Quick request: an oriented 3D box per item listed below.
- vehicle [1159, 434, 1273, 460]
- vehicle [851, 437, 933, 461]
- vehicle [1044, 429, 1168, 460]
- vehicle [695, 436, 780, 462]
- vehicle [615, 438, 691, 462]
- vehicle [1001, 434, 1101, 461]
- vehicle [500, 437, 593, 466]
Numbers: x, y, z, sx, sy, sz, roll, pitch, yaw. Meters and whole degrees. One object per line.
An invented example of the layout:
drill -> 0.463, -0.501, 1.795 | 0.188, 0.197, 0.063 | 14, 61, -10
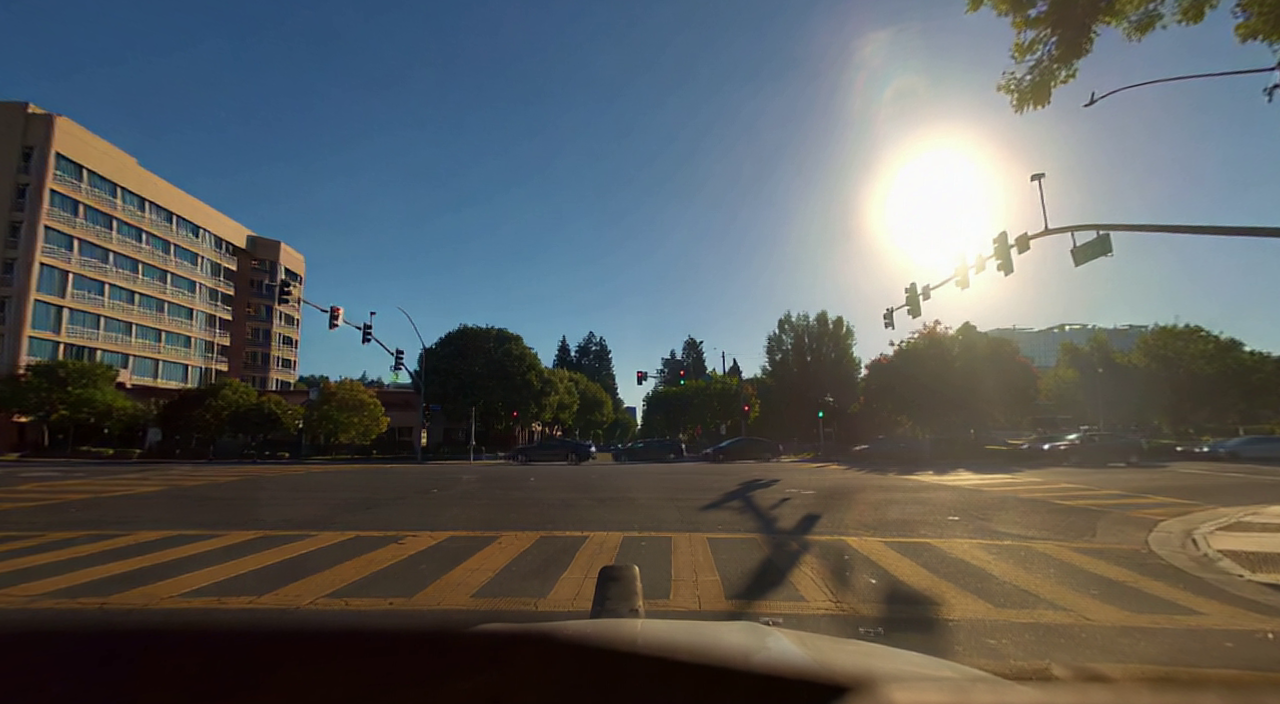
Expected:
vehicle -> 33.393, 5.518, 36.727 | 4.724, 1.452, 1.870 | 0, -9, 0
vehicle -> 15.935, 6.155, 40.105 | 4.443, 1.472, 1.794 | 0, -9, 1
vehicle -> 29.373, 5.848, 39.942 | 6.133, 1.833, 2.155 | 0, -9, -2
vehicle -> 5.652, 5.675, 36.875 | 4.631, 1.435, 1.715 | 0, -9, -1
vehicle -> 0.805, 6.227, 40.187 | 4.759, 1.445, 1.865 | 0, -9, 0
vehicle -> 23.769, 5.529, 36.641 | 4.519, 1.476, 1.767 | 0, -9, 1
vehicle -> -4.844, 5.212, 33.209 | 4.629, 1.423, 1.833 | 0, -9, 1
